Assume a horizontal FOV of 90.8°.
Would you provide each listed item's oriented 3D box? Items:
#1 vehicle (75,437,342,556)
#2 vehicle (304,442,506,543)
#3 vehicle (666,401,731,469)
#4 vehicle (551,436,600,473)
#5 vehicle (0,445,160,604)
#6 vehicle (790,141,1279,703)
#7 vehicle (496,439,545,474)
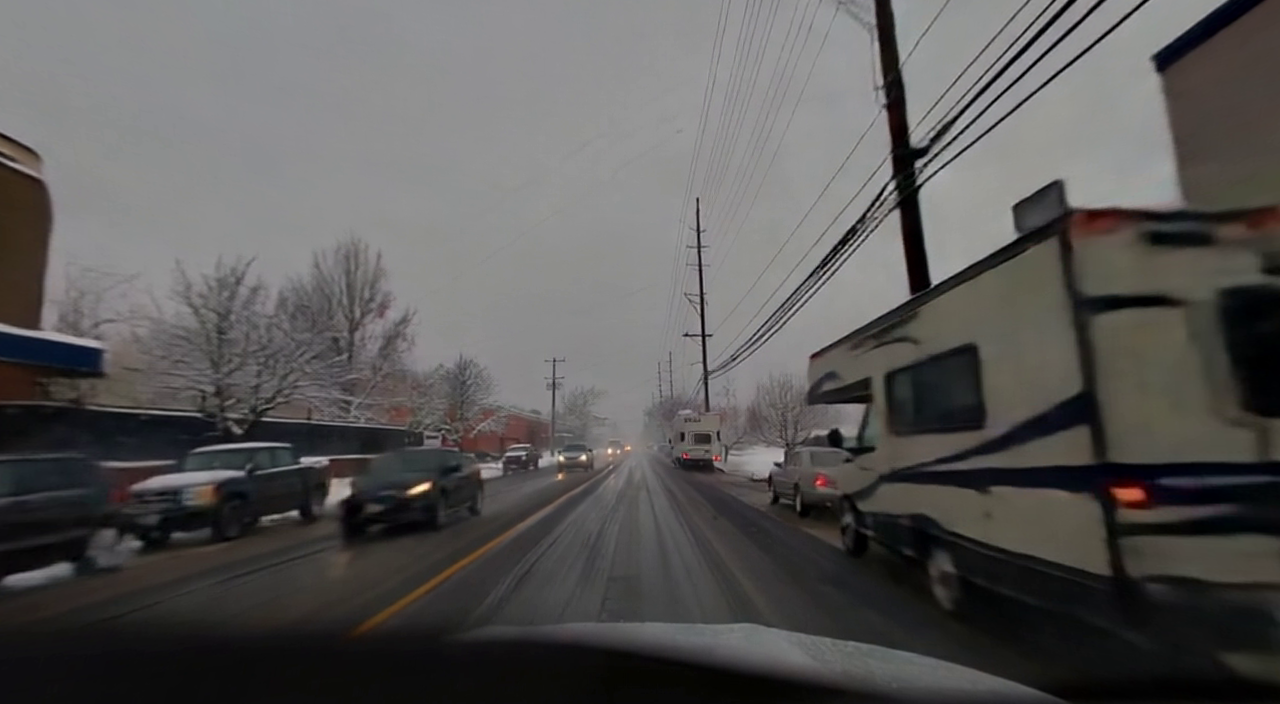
[{"bbox_3d":[-7.906,2.628,12.351,2.001,1.830,4.735,0,-9,-2],"label":"vehicle"},{"bbox_3d":[-4.009,2.448,11.750,1.966,1.482,4.473,-1,-9,1],"label":"vehicle"},{"bbox_3d":[3.748,5.760,42.598,3.029,3.860,7.726,-5,-11,-3],"label":"vehicle"},{"bbox_3d":[-3.709,5.976,37.070,2.307,1.998,4.734,-1,-9,1],"label":"vehicle"},{"bbox_3d":[-7.922,1.903,6.990,1.903,1.710,4.322,0,-9,-2],"label":"vehicle"},{"bbox_3d":[3.723,0.791,6.340,2.880,2.959,6.375,-1,-8,1],"label":"vehicle"},{"bbox_3d":[-8.056,7.137,43.168,2.177,2.075,5.427,-4,-9,0],"label":"vehicle"}]
